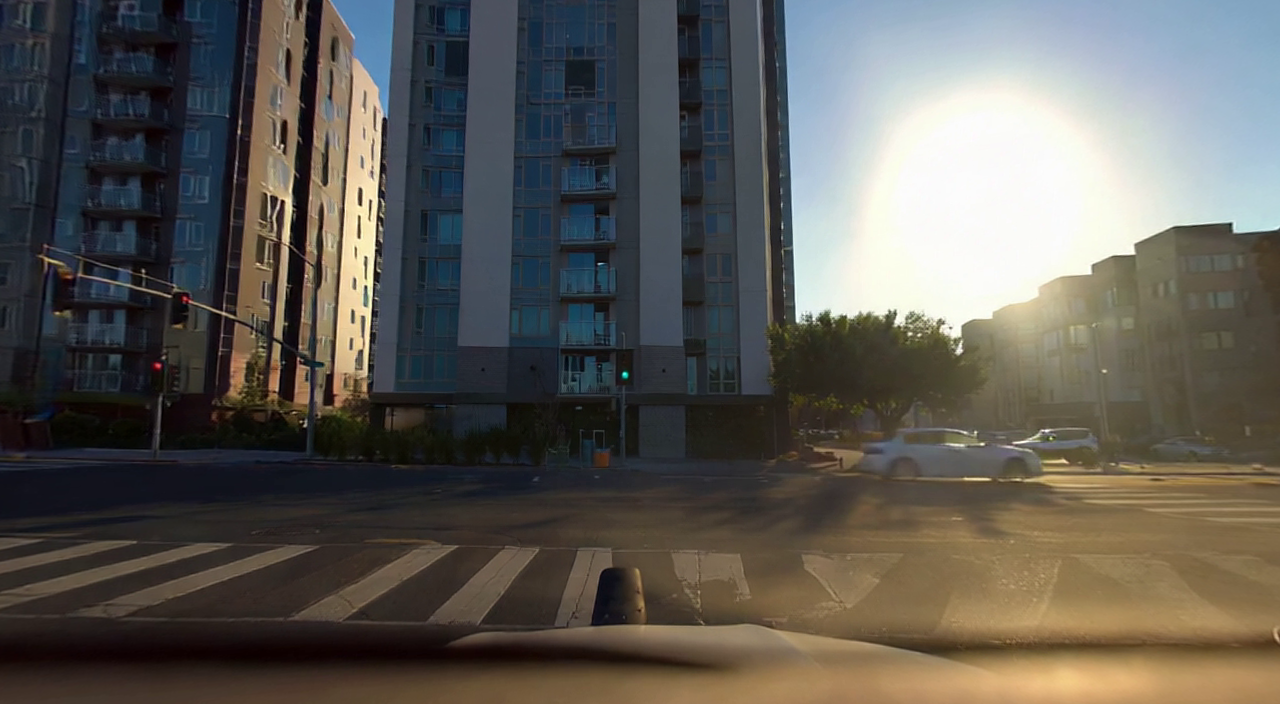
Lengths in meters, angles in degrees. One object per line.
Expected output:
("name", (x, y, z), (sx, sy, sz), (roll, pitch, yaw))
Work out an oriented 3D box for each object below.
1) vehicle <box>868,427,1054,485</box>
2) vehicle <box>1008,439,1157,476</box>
("vehicle", (10.464, 3.428, 20.867), (4.980, 1.792, 2.042), (0, -9, 1))
("vehicle", (18.606, 4.456, 26.687), (4.823, 1.458, 1.914), (0, -9, -1))
